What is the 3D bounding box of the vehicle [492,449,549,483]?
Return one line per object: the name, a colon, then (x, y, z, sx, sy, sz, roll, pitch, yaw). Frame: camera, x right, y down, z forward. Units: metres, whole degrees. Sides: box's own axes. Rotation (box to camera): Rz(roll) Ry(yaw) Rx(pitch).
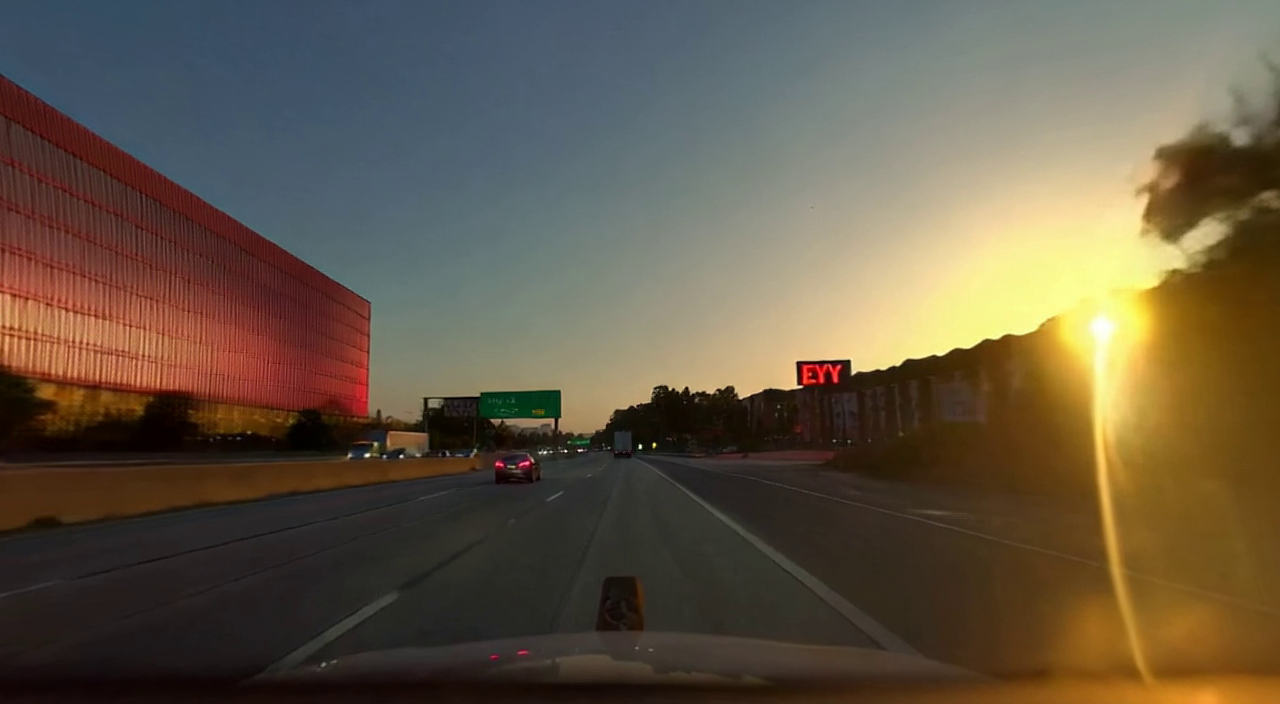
vehicle: (-5.751, 5.534, 30.987, 1.943, 1.510, 4.201, 0, -9, 0)
